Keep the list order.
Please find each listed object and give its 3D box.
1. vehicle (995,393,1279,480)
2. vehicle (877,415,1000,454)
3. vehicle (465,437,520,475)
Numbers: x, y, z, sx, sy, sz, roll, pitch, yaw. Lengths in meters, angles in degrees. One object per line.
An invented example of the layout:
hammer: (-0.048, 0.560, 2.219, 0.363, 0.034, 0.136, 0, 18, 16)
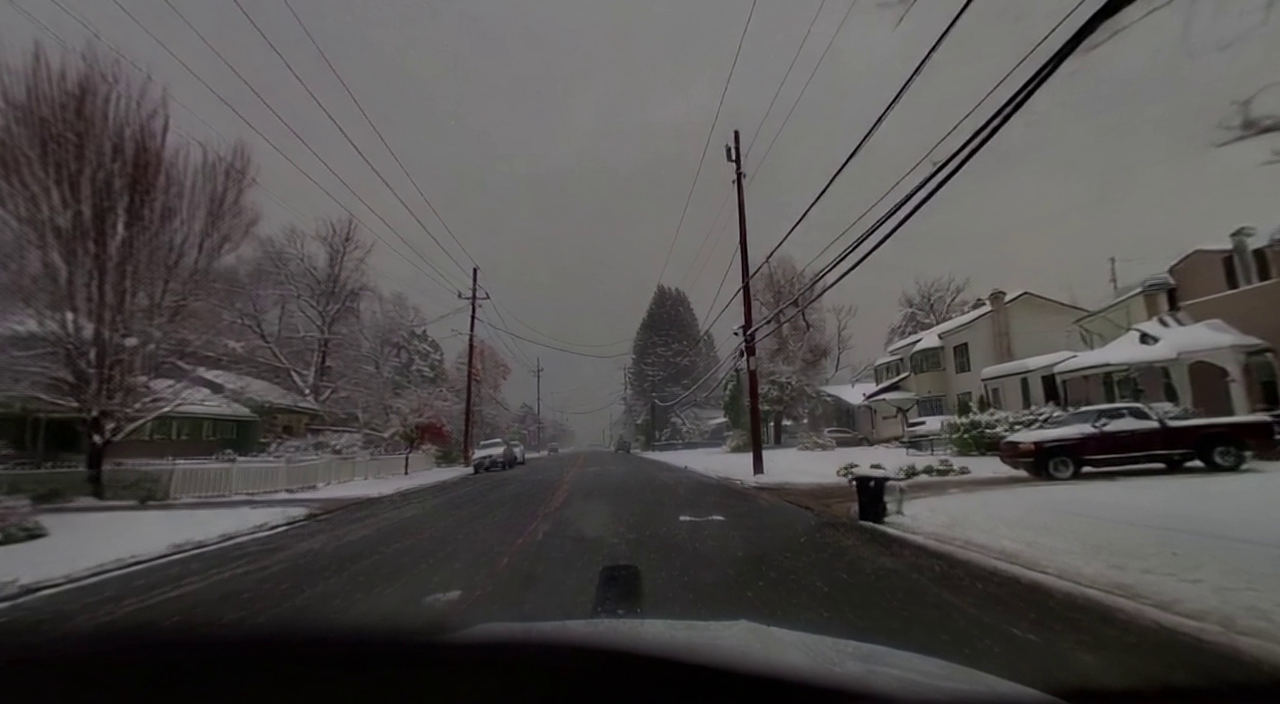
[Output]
vehicle: (10.287, 1.843, 13.356, 4.293, 1.657, 1.961, -1, -12, 5)
vehicle: (14.044, 3.937, 29.928, 4.842, 1.728, 1.875, 1, -9, -2)
vehicle: (-8.452, 5.996, 36.593, 2.240, 1.940, 5.429, -2, -9, -4)
